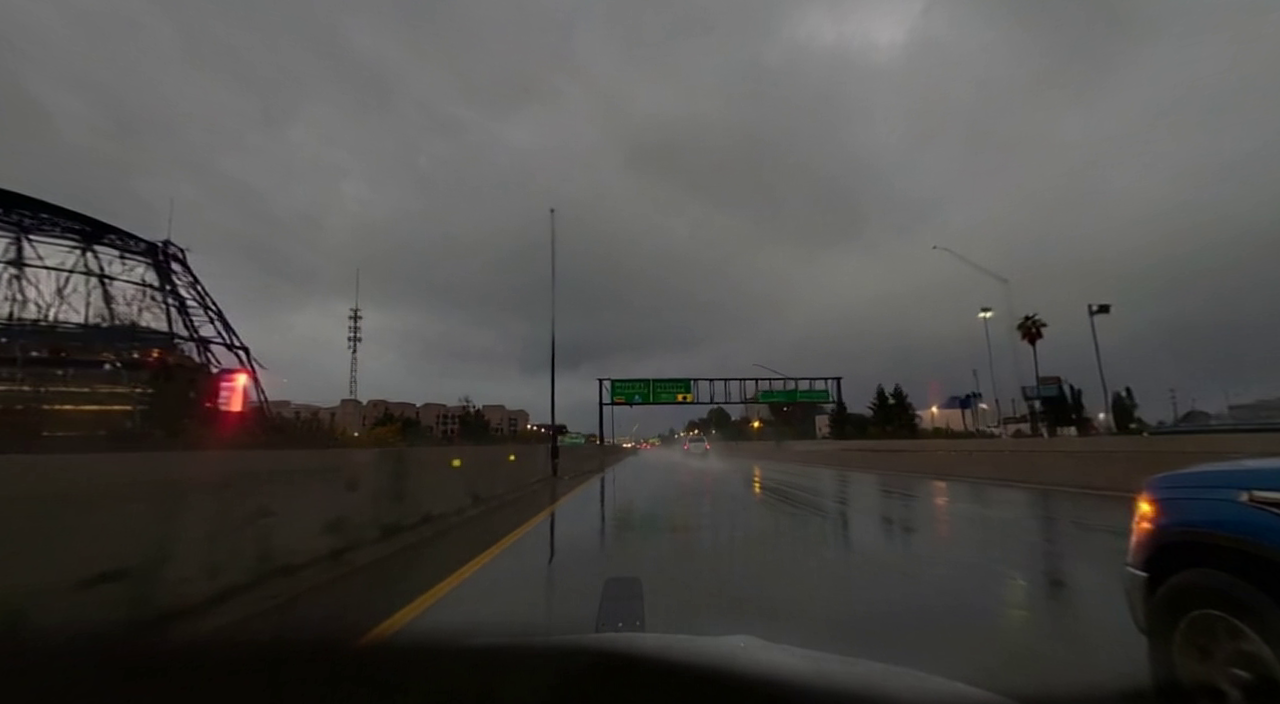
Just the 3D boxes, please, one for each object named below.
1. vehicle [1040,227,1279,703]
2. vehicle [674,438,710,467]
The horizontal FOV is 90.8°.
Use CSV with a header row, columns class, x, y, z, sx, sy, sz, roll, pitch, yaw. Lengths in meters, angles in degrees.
class,x,y,z,sx,sy,sz,roll,pitch,yaw
vehicle,3.085,0.406,0.516,2.199,2.002,4.970,0,-9,0
vehicle,3.274,6.432,40.523,1.973,1.774,4.092,0,-9,0
